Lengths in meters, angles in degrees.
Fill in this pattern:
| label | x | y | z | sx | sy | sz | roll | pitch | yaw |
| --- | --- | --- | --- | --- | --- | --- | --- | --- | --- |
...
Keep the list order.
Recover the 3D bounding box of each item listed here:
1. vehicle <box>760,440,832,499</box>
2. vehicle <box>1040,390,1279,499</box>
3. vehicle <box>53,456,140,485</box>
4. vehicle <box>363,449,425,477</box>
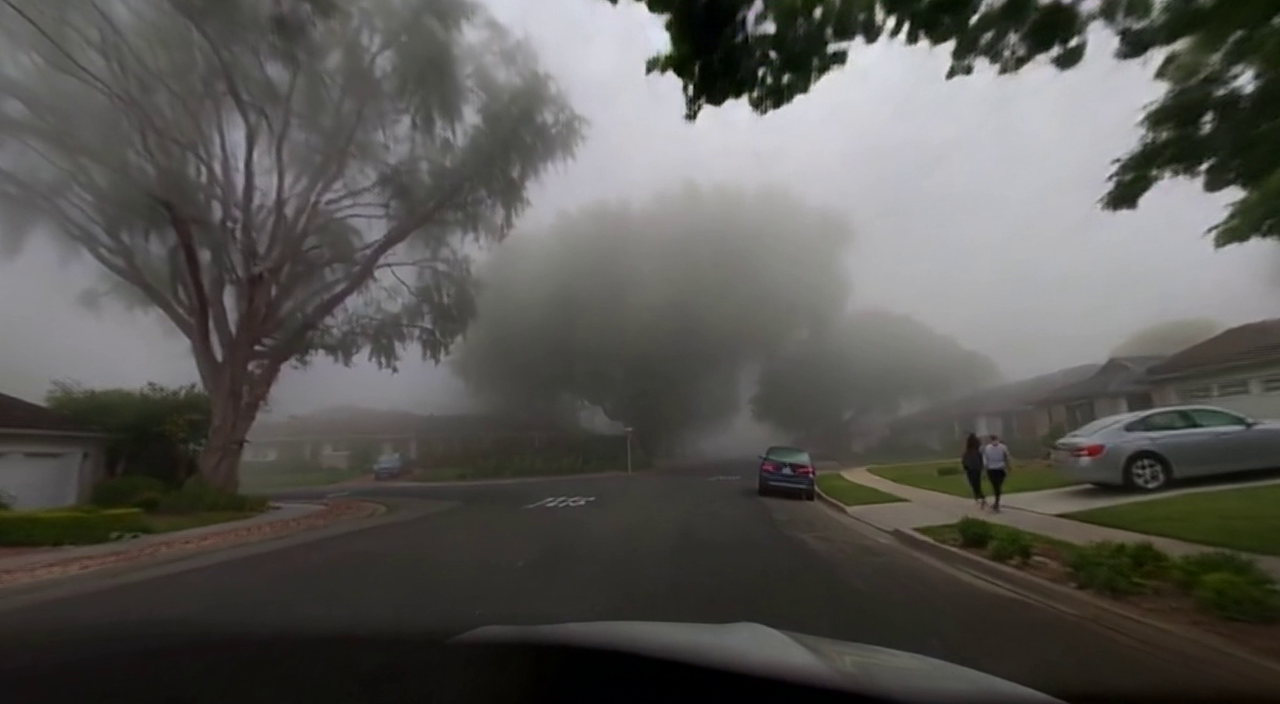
| label | x | y | z | sx | sy | sz | roll | pitch | yaw |
| --- | --- | --- | --- | --- | --- | --- | --- | --- | --- |
| vehicle | 5.152 | 3.863 | 21.257 | 2.053 | 1.737 | 4.375 | -2 | -9 | 11 |
| vehicle | 11.219 | 1.791 | 12.669 | 4.780 | 1.765 | 2.103 | -5 | -9 | 2 |
| vehicle | -38.712 | 8.419 | 45.183 | 2.206 | 1.858 | 4.918 | 1 | -9 | -7 |
| vehicle | -16.784 | 7.594 | 43.427 | 2.021 | 1.798 | 4.491 | -1 | -9 | 7 |
